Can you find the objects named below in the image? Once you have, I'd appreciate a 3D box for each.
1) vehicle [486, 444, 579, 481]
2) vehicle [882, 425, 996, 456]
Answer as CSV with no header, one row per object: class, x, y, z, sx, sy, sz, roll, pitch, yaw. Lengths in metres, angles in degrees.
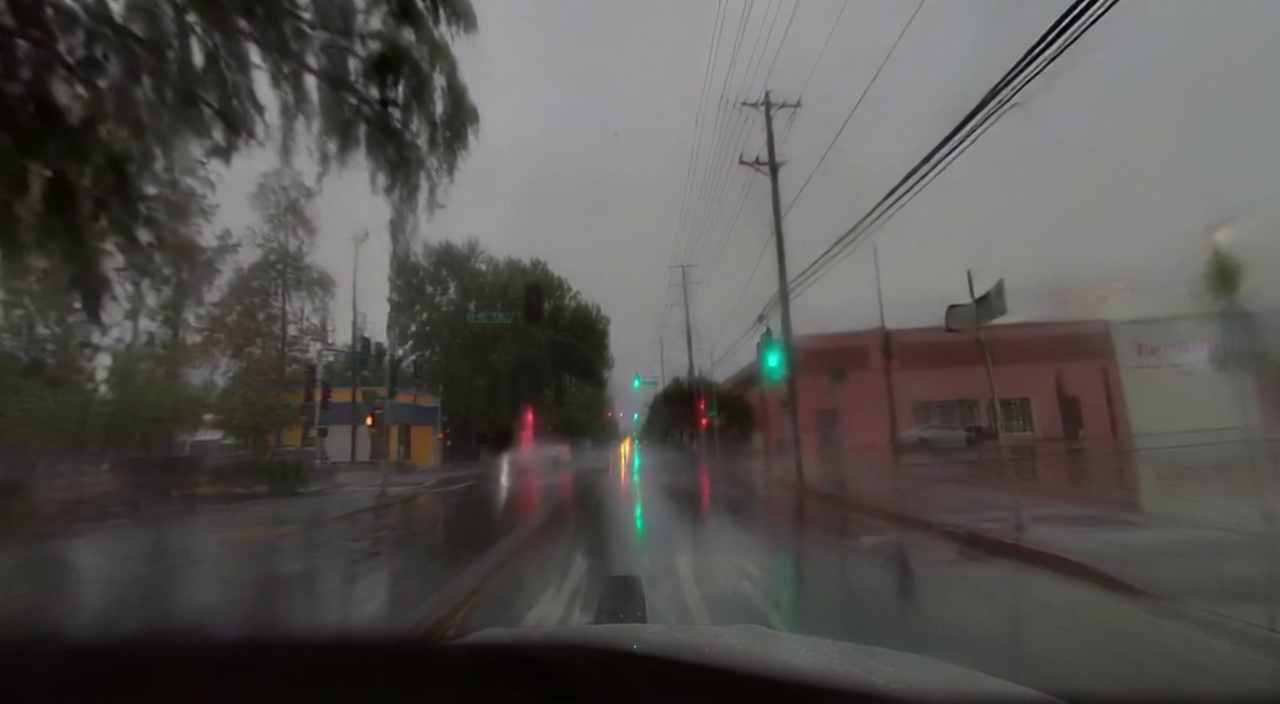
vehicle,-4.977,4.949,28.720,2.118,1.478,4.624,5,-10,-39
vehicle,14.645,4.375,31.141,4.632,1.484,1.907,0,-9,-1
